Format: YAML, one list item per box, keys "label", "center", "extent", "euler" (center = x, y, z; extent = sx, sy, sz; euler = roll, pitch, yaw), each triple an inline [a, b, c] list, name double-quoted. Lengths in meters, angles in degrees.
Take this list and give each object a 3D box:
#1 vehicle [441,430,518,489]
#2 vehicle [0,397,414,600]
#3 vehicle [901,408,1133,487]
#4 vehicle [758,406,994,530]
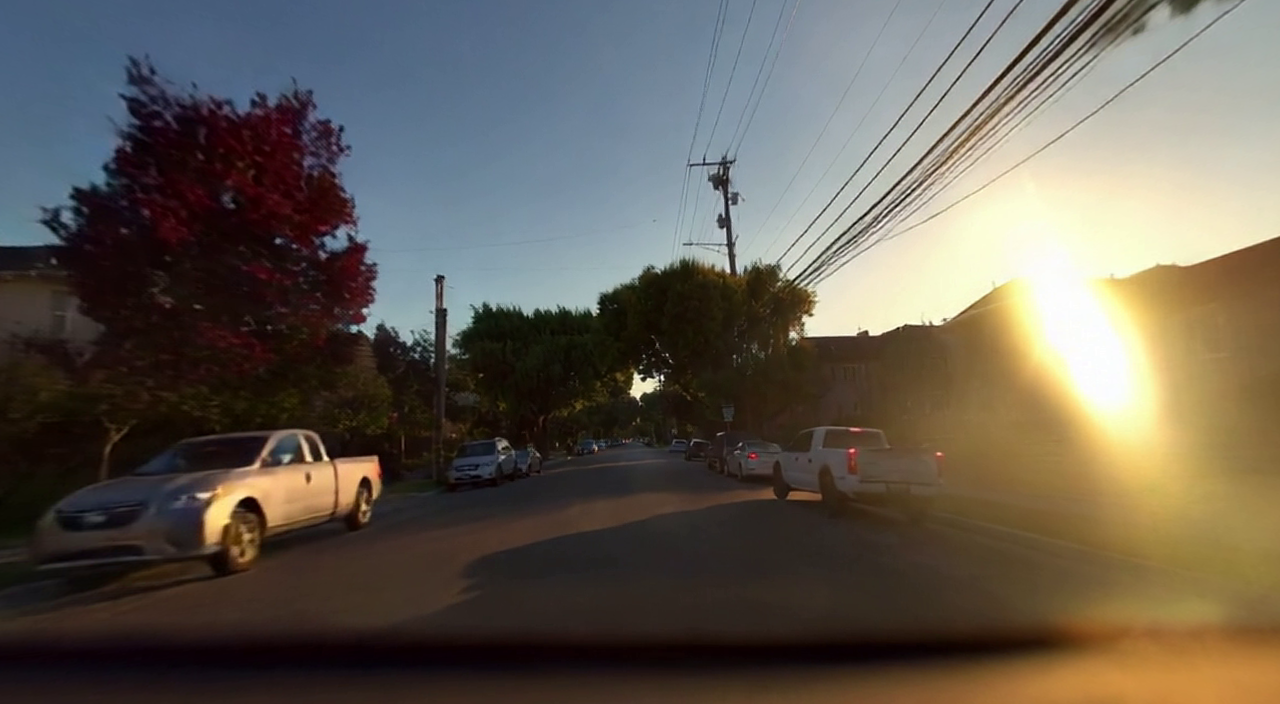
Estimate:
- label: "vehicle"
  center: [-5.789, 3.883, 23.312]
  extent: [2.046, 1.825, 4.627]
  euler: [-2, -7, -6]
- label: "vehicle"
  center: [-5.444, 1.848, 9.246]
  extent: [2.285, 1.895, 5.883]
  euler: [-3, -8, -1]
- label: "vehicle"
  center: [10.677, 2.704, 18.187]
  extent: [5.376, 1.914, 1.988]
  euler: [-2, -7, -3]
- label: "vehicle"
  center: [4.092, 2.156, 12.381]
  extent: [2.279, 1.848, 5.577]
  euler: [0, -8, -2]
